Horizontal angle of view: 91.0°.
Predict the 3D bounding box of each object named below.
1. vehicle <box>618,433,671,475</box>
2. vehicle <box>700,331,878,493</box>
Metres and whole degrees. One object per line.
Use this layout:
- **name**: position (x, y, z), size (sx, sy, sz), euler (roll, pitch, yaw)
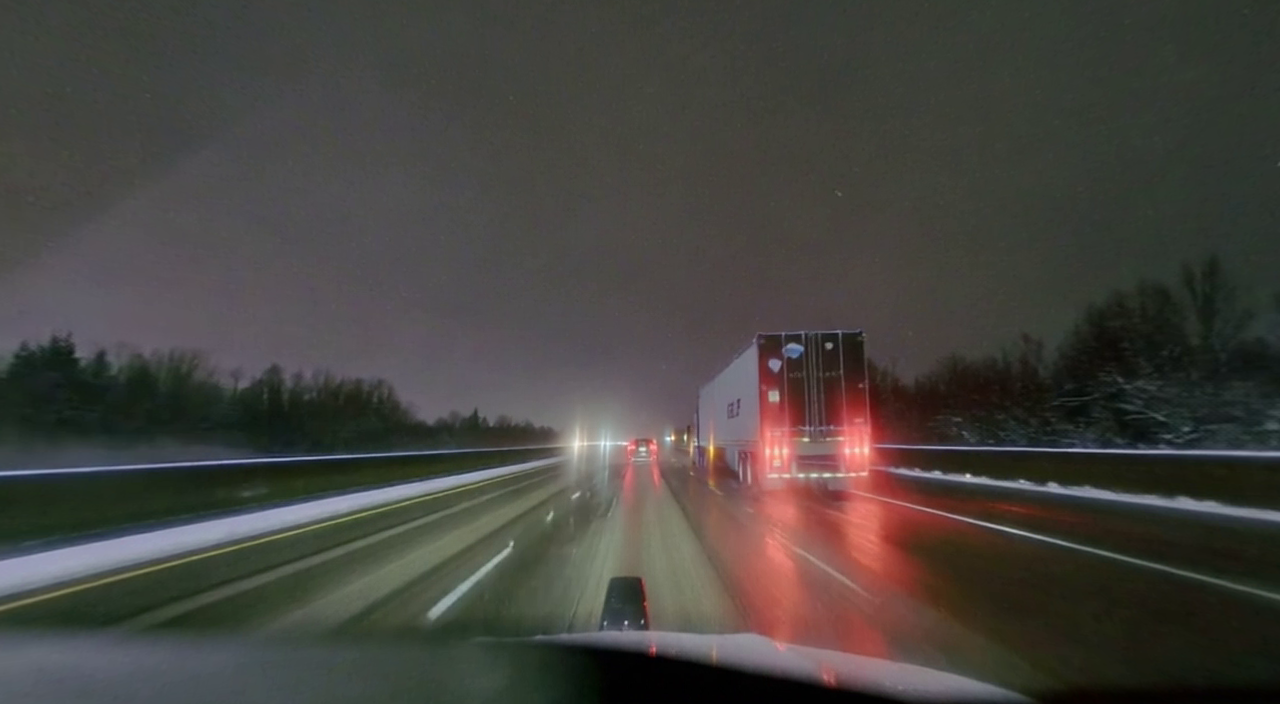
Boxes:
- **vehicle**: position (0.203, 4.335, 26.975), size (2.111, 1.635, 4.177), euler (0, -8, 1)
- **vehicle**: position (4.497, 2.568, 23.609), size (2.936, 4.125, 15.204), euler (0, -8, 0)
